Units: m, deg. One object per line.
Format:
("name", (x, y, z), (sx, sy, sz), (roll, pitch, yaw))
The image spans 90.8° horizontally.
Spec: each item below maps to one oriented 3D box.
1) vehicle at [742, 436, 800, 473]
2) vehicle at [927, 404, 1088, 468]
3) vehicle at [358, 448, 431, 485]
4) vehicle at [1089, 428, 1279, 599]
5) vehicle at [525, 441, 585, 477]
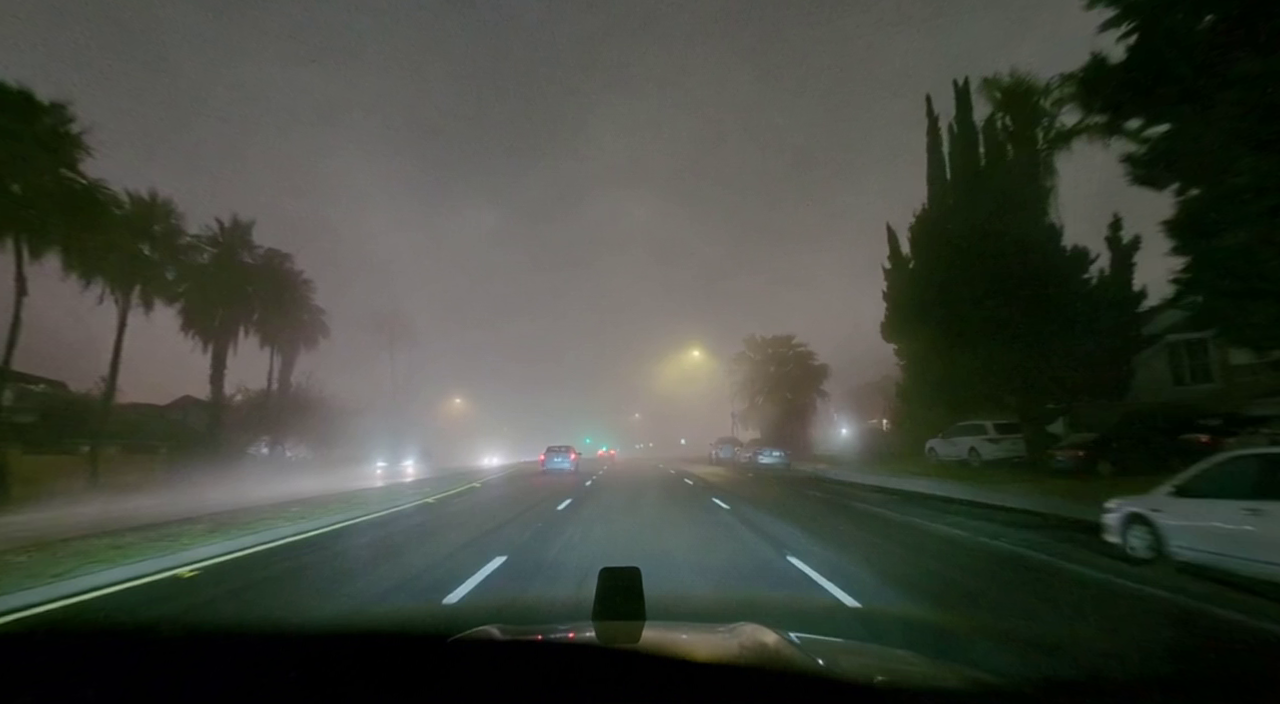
("vehicle", (6.492, 5.116, 31.817), (1.962, 1.725, 4.257), (0, -8, 0))
("vehicle", (13.132, 3.110, 23.188), (2.370, 1.936, 5.507), (-3, -8, -2))
("vehicle", (-12.066, 5.622, 31.355), (2.152, 1.509, 3.954), (-4, -8, -2))
("vehicle", (6.562, 1.387, 5.368), (2.008, 1.467, 4.721), (0, -8, 0))
("vehicle", (-3.740, 4.821, 28.692), (2.108, 1.475, 4.555), (0, -8, 0))
